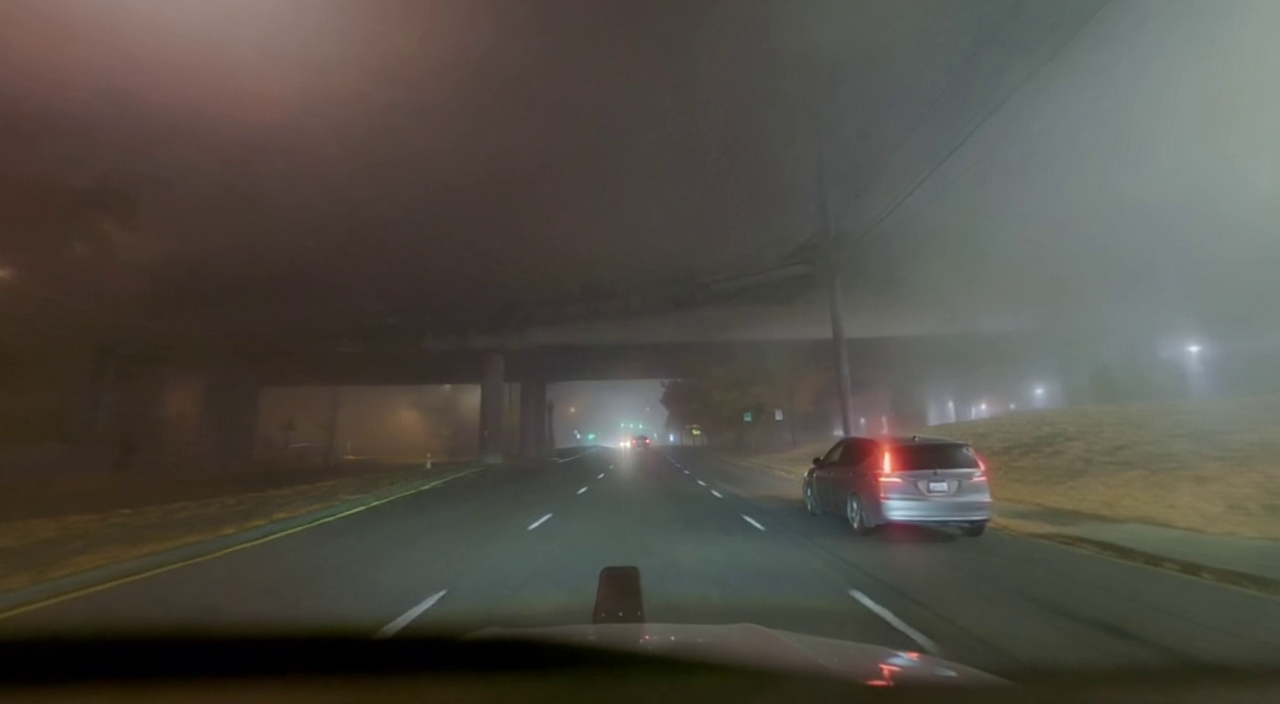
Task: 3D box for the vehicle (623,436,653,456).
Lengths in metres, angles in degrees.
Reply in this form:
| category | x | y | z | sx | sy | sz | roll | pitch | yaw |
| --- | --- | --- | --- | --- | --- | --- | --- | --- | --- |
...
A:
| category | x | y | z | sx | sy | sz | roll | pitch | yaw |
| --- | --- | --- | --- | --- | --- | --- | --- | --- | --- |
| vehicle | -0.197 | 7.295 | 48.961 | 2.055 | 1.484 | 4.143 | 1 | -9 | -5 |

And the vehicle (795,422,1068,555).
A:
| category | x | y | z | sx | sy | sz | roll | pitch | yaw |
| --- | --- | --- | --- | --- | --- | --- | --- | --- | --- |
| vehicle | 3.972 | 1.954 | 9.663 | 2.063 | 1.542 | 4.420 | 0 | -9 | 0 |
